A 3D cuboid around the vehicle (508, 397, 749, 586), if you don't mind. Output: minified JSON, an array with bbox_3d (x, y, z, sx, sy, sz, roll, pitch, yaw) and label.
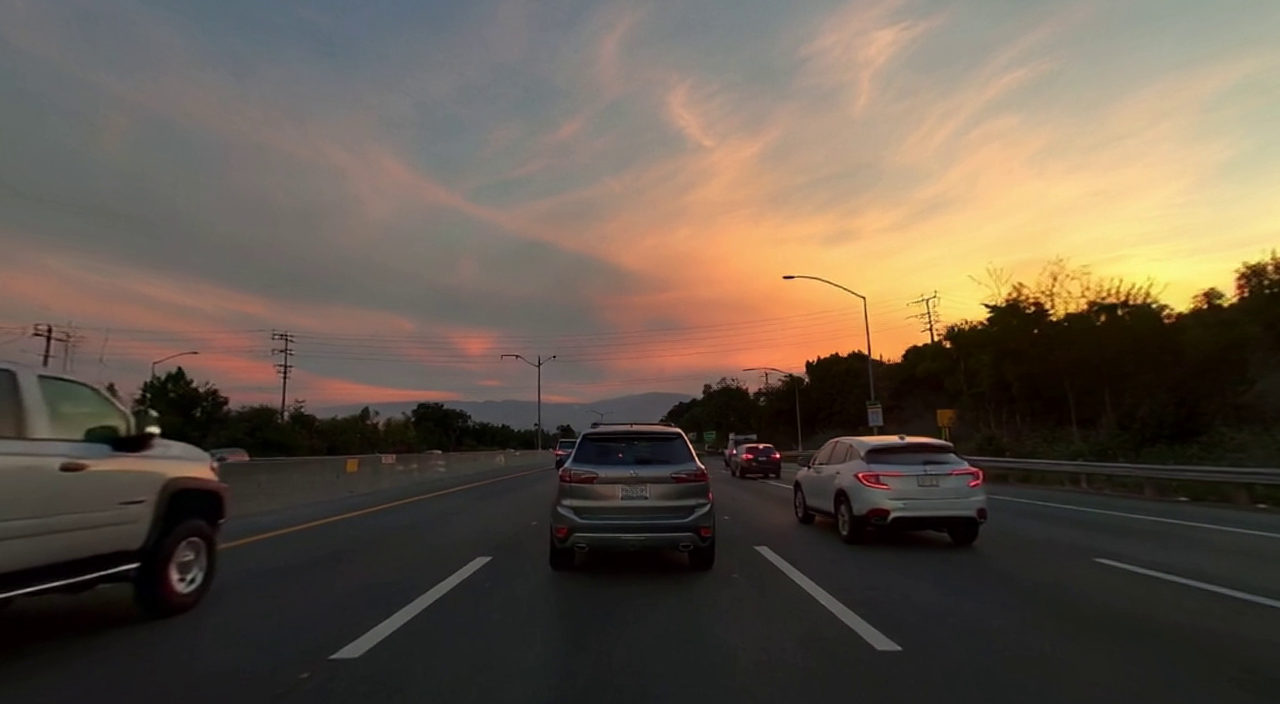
[{"bbox_3d":[-0.182,1.601,7.917,2.230,1.740,3.976,0,-9,-2],"label":"vehicle"}]

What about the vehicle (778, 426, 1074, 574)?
[{"bbox_3d":[3.508,1.913,8.984,2.028,1.534,4.691,0,-9,0],"label":"vehicle"}]

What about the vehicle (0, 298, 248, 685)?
[{"bbox_3d":[-4.155,0.603,2.578,2.070,1.862,4.623,0,-9,0],"label":"vehicle"}]
